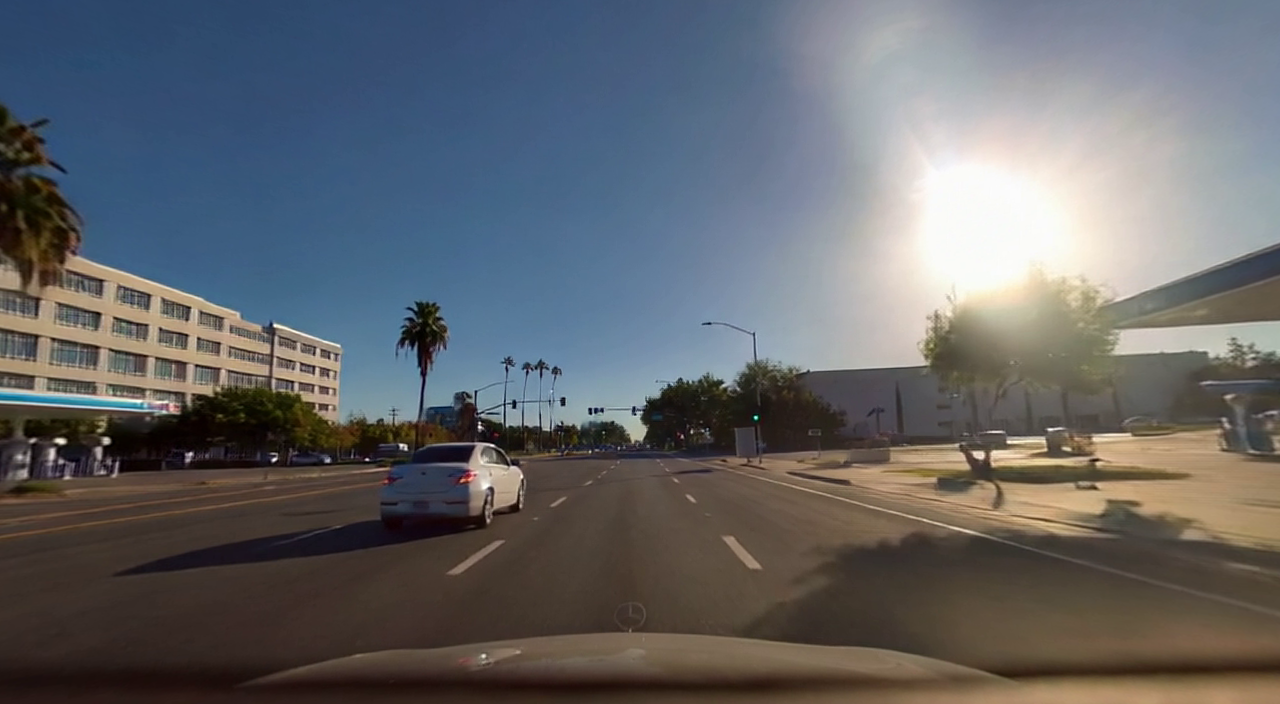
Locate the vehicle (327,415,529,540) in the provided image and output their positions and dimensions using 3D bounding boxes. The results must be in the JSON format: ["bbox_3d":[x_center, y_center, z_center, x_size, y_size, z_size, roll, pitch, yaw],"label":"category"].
[{"bbox_3d":[-3.412,2.126,11.269,2.011,1.756,4.478,-1,-9,1],"label":"vehicle"}]
